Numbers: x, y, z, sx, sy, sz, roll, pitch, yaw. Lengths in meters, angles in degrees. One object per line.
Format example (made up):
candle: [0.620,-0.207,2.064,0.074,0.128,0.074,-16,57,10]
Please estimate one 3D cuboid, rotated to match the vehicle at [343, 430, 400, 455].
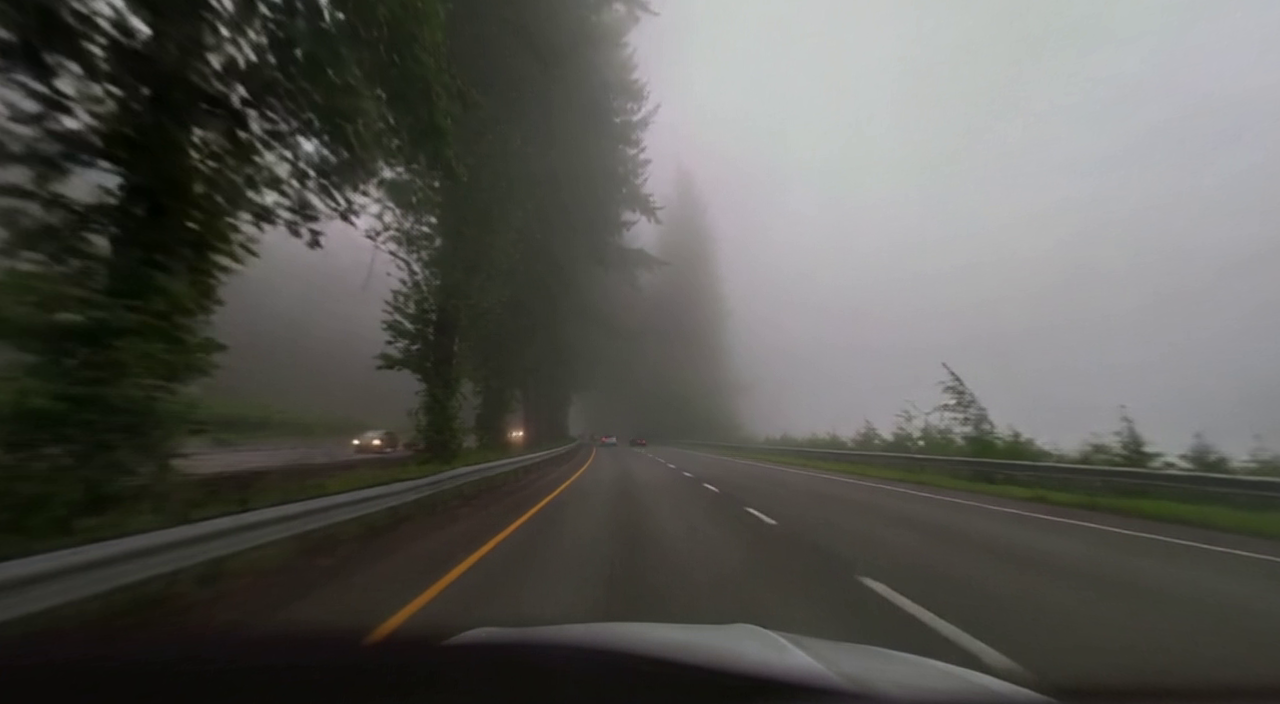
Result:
vehicle: [-17.226,5.816,40.652,1.866,1.470,4.435,0,-8,-2]
